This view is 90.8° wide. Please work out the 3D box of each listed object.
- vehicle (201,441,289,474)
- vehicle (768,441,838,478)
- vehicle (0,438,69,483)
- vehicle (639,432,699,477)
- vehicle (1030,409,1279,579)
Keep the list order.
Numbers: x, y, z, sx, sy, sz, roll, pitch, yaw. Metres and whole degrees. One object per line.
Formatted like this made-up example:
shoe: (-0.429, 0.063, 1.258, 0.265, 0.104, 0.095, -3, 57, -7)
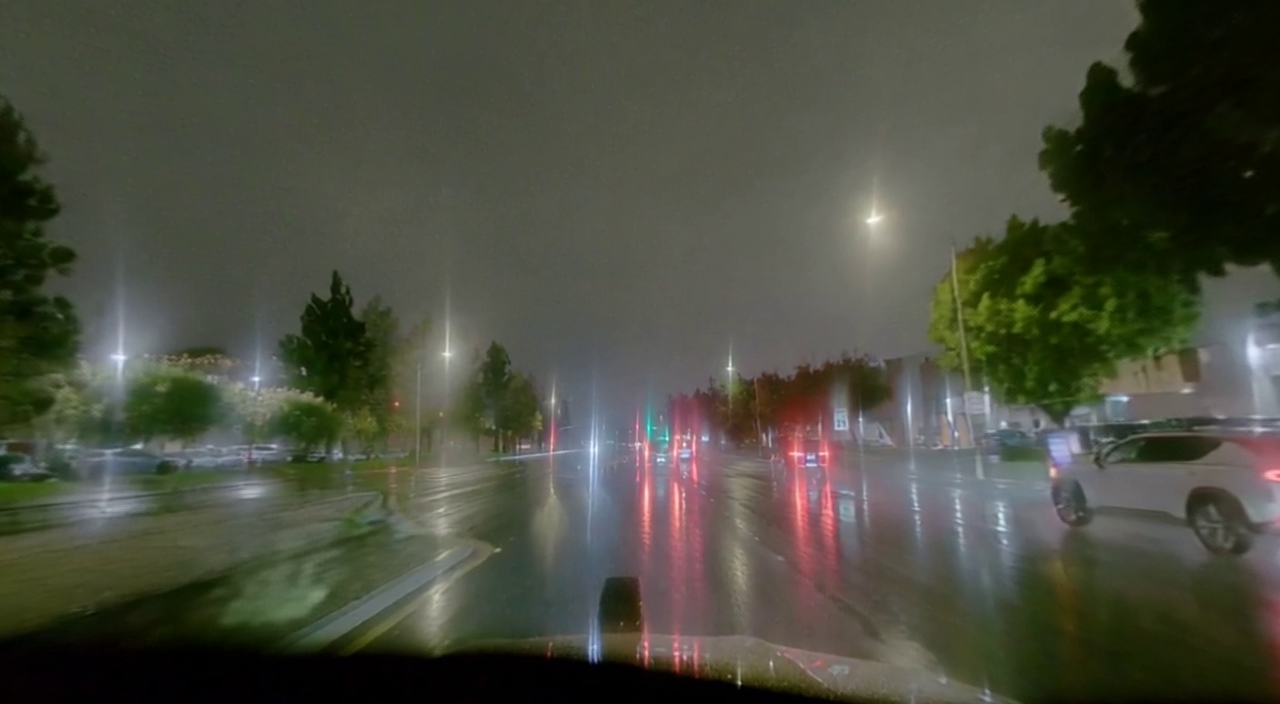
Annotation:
vehicle: (-29.762, 7.920, 47.705, 5.278, 2.181, 1.993, -2, -7, -2)
vehicle: (7.388, 4.897, 29.158, 2.029, 1.548, 4.422, 0, -8, 0)
vehicle: (-29.987, 5.112, 29.888, 3.883, 1.989, 2.208, -1, -9, 6)
vehicle: (1.174, 4.468, 27.668, 2.227, 1.794, 4.457, 0, -8, -3)
vehicle: (7.564, 1.743, 8.425, 2.025, 1.719, 4.161, 0, -8, 0)
